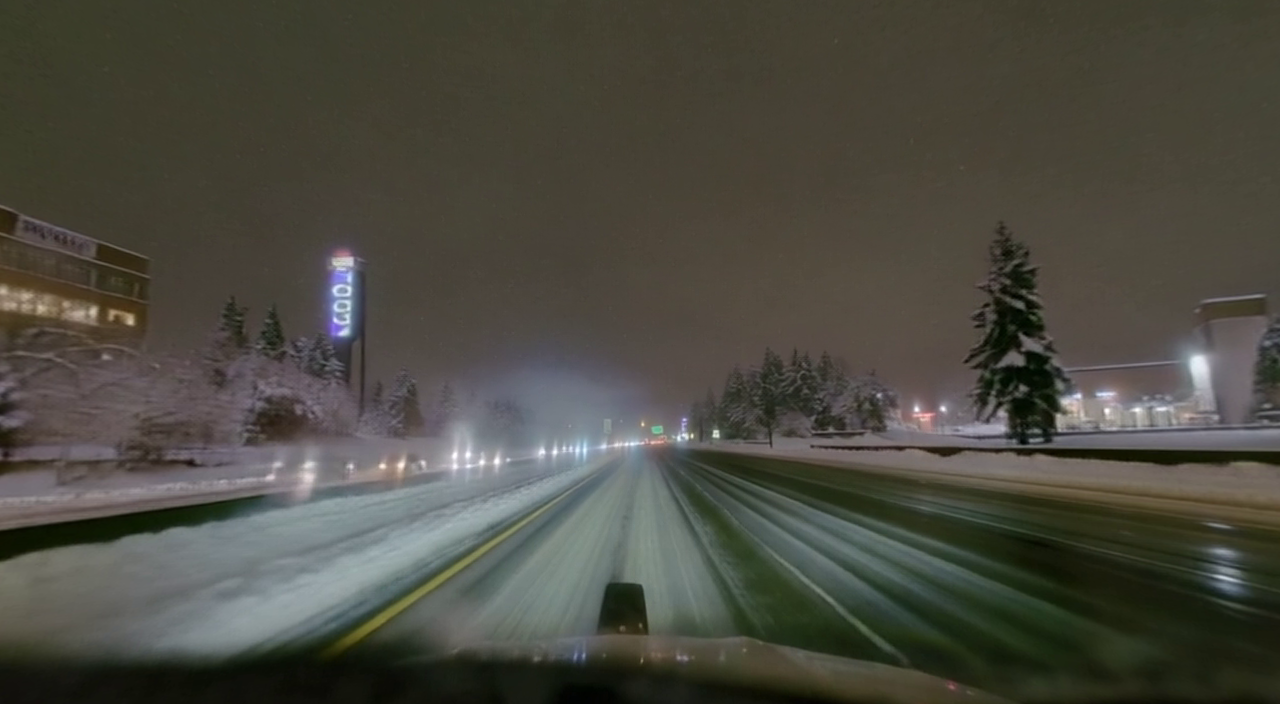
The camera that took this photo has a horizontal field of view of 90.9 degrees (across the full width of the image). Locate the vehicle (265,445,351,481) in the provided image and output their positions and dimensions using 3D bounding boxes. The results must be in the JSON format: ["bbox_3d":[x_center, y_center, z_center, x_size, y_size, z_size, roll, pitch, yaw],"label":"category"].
[{"bbox_3d":[-19.106,6.377,36.662,2.278,1.932,5.143,0,-8,-1],"label":"vehicle"}]
